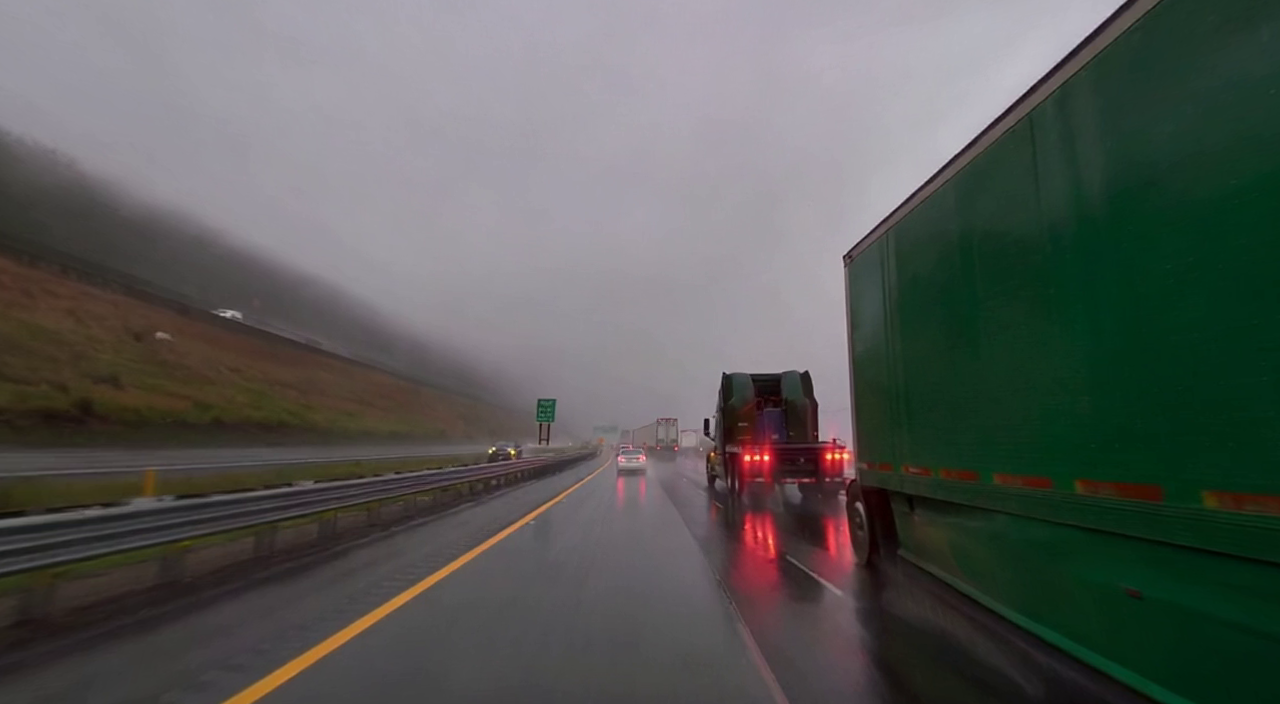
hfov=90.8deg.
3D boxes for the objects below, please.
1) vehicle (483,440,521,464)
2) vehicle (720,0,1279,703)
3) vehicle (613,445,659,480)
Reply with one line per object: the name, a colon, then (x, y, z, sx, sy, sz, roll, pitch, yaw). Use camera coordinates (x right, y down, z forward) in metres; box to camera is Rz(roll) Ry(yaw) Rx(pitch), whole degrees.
vehicle: (-9.539, 6.954, 43.916, 1.806, 1.550, 4.127, 0, -9, -1)
vehicle: (3.567, 0.788, 9.621, 2.874, 4.065, 14.243, 0, -9, 0)
vehicle: (-0.181, 4.950, 28.441, 1.927, 1.437, 3.794, 0, -9, 0)
